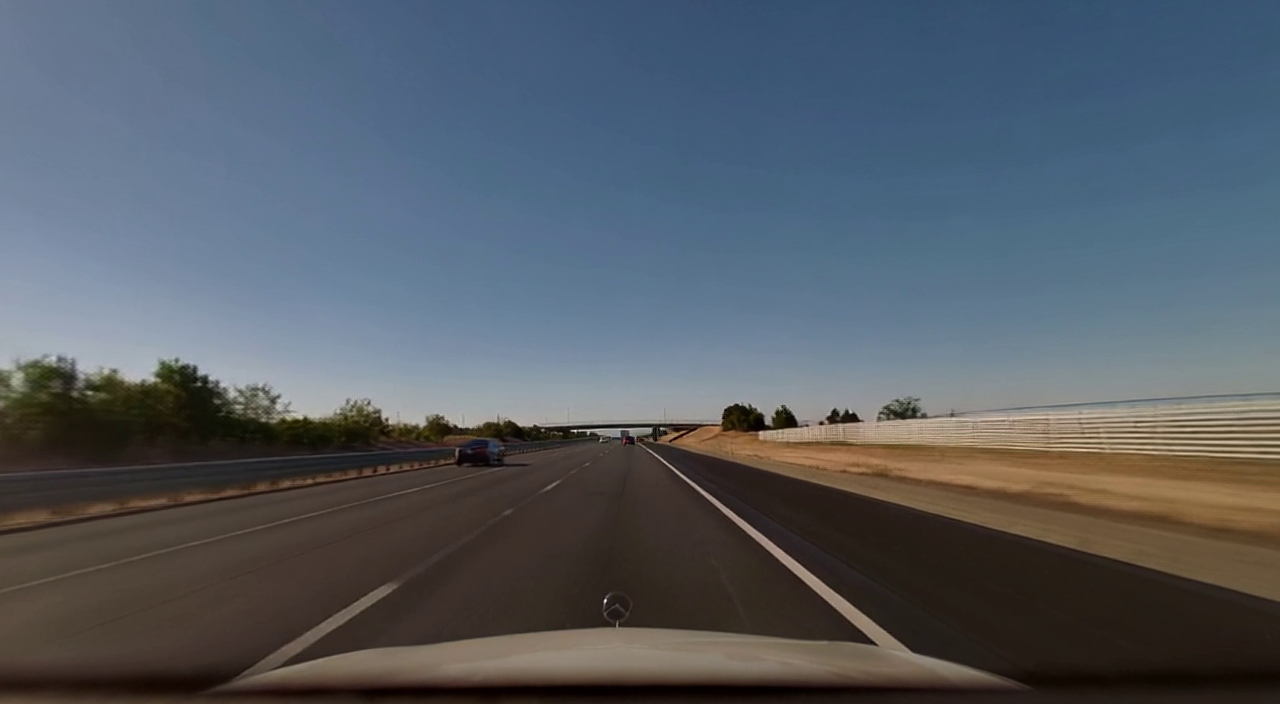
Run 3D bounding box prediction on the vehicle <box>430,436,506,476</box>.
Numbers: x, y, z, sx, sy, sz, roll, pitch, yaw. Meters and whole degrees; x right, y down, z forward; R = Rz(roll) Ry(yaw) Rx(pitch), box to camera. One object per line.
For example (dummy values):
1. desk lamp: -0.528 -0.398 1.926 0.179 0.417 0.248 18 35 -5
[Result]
1. vehicle: -6.981 4.228 26.010 1.989 1.473 4.345 0 -8 -1
